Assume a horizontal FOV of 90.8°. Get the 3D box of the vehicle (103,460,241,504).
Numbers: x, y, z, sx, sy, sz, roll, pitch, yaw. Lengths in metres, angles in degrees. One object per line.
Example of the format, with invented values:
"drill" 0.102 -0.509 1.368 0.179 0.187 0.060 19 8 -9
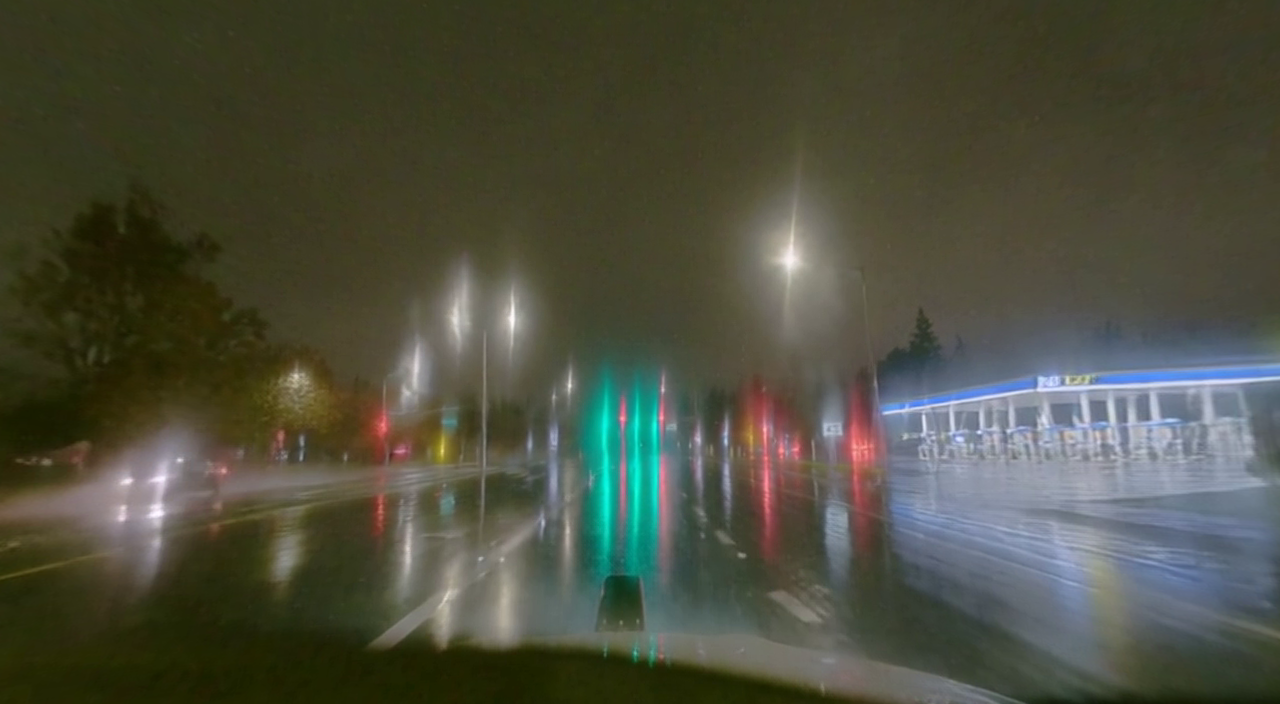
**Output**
"vehicle" -18.541 5.141 25.379 2.048 1.479 4.490 -1 -8 1
